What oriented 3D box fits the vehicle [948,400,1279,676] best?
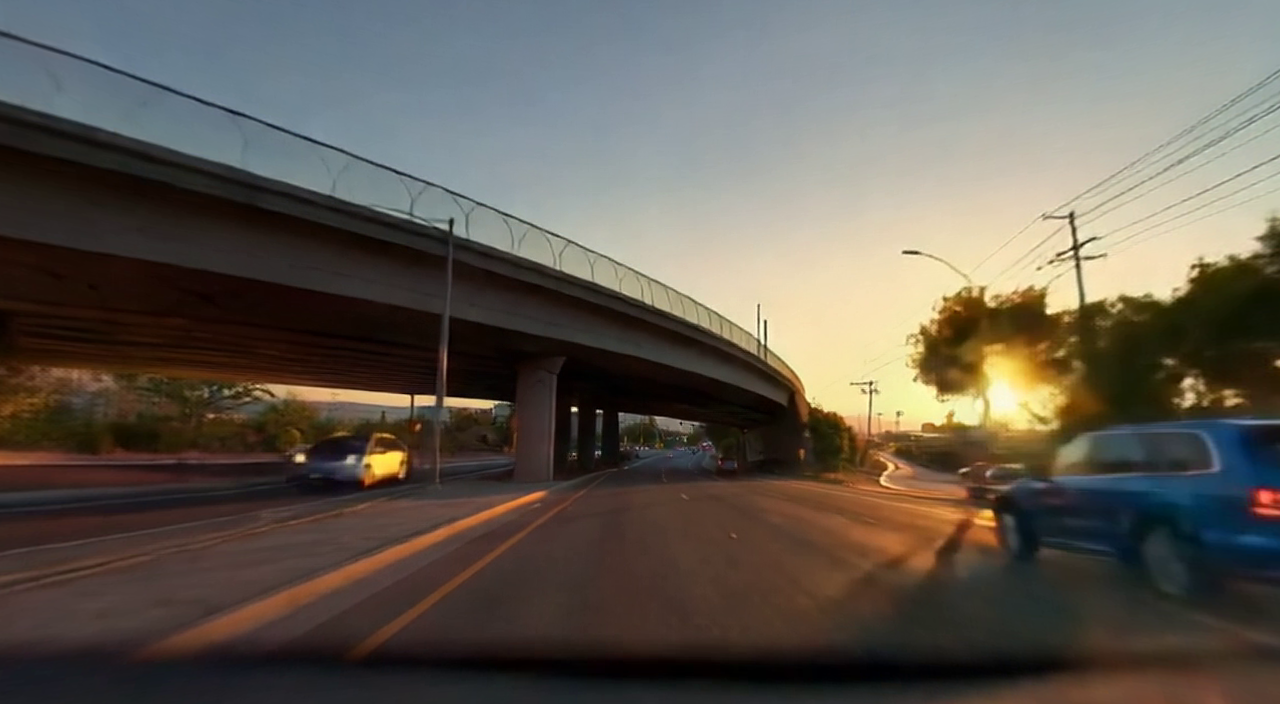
[{"bbox_3d":[5.544,1.480,6.188,2.331,1.872,5.378,-4,-8,1],"label":"vehicle"}]

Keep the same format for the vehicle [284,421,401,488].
[{"bbox_3d":[-10.315,3.712,22.379,2.206,2.034,4.486,-2,-11,-4],"label":"vehicle"}]
